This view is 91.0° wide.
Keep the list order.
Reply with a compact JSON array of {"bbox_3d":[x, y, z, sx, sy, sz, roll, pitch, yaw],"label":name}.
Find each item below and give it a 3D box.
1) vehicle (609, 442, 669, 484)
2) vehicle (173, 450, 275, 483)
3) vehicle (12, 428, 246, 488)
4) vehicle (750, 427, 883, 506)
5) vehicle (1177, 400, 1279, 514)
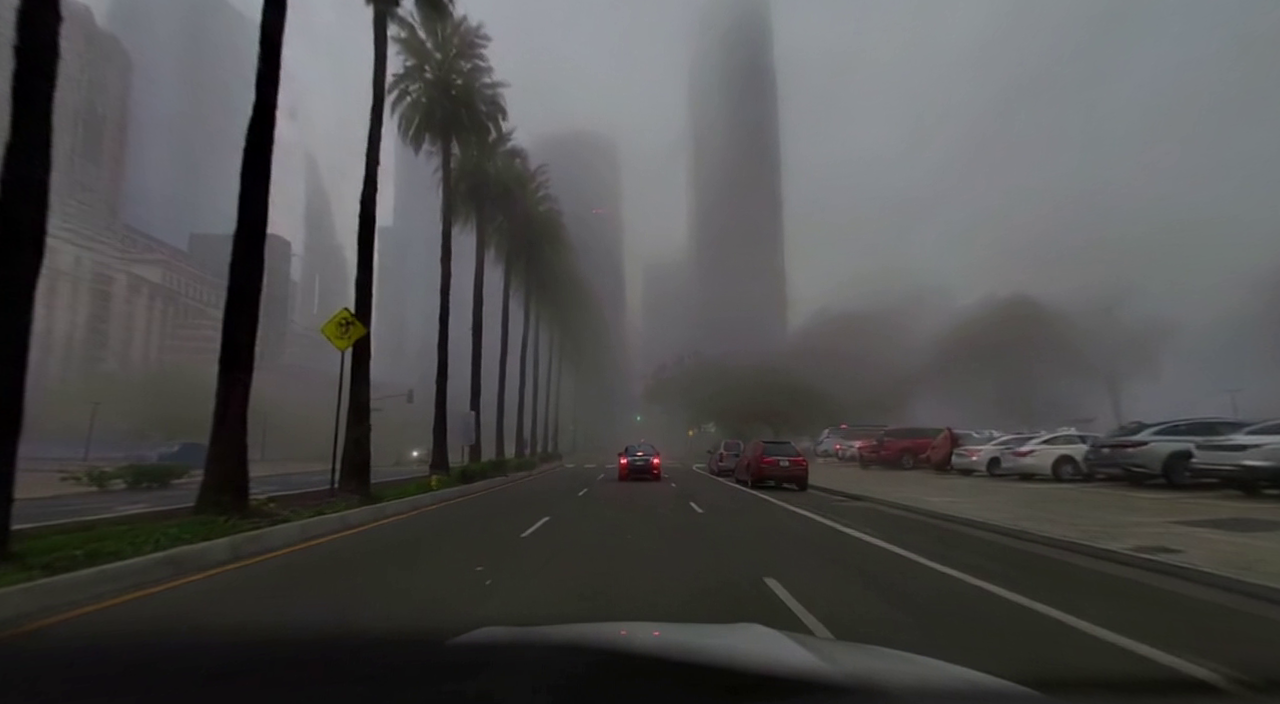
[{"bbox_3d":[-0.038,4.403,25.258,2.235,1.528,3.876,0,-8,0],"label":"vehicle"},{"bbox_3d":[-23.199,6.375,35.418,2.075,1.645,5.270,0,-8,1],"label":"vehicle"},{"bbox_3d":[-30.584,6.453,39.182,3.081,3.048,13.223,0,-8,3],"label":"vehicle"},{"bbox_3d":[4.408,2.950,16.669,2.136,1.774,4.778,0,-8,0],"label":"vehicle"},{"bbox_3d":[12.791,1.794,10.841,4.927,1.820,2.396,1,-8,-3],"label":"vehicle"}]
